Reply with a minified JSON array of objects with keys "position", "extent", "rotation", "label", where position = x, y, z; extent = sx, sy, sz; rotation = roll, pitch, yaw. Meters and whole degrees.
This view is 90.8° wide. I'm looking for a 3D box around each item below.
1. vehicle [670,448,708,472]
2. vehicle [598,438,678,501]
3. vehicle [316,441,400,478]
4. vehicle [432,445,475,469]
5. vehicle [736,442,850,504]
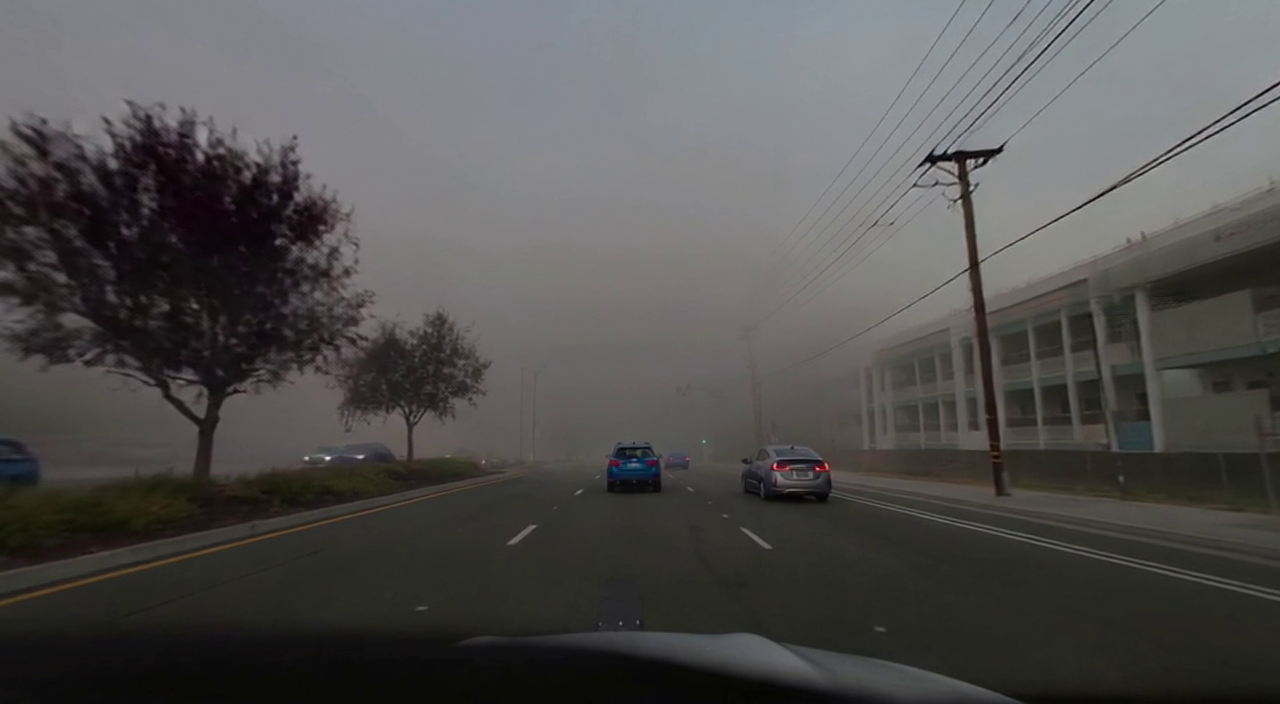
[{"position":[3.147,7.044,41.545],"extent":[2.054,1.461,4.321],"rotation":[0,-8,-1],"label":"vehicle"},{"position":[-0.093,3.369,18.539],"extent":[2.073,1.606,3.933],"rotation":[0,-8,-1],"label":"vehicle"},{"position":[-13.625,5.192,30.864],"extent":[1.982,1.639,4.553],"rotation":[0,-8,0],"label":"vehicle"},{"position":[-14.388,8.104,49.082],"extent":[2.064,1.745,4.495],"rotation":[0,-8,-1],"label":"vehicle"},{"position":[4.199,3.387,18.140],"extent":[2.086,1.534,4.351],"rotation":[0,-8,-1],"label":"vehicle"}]
